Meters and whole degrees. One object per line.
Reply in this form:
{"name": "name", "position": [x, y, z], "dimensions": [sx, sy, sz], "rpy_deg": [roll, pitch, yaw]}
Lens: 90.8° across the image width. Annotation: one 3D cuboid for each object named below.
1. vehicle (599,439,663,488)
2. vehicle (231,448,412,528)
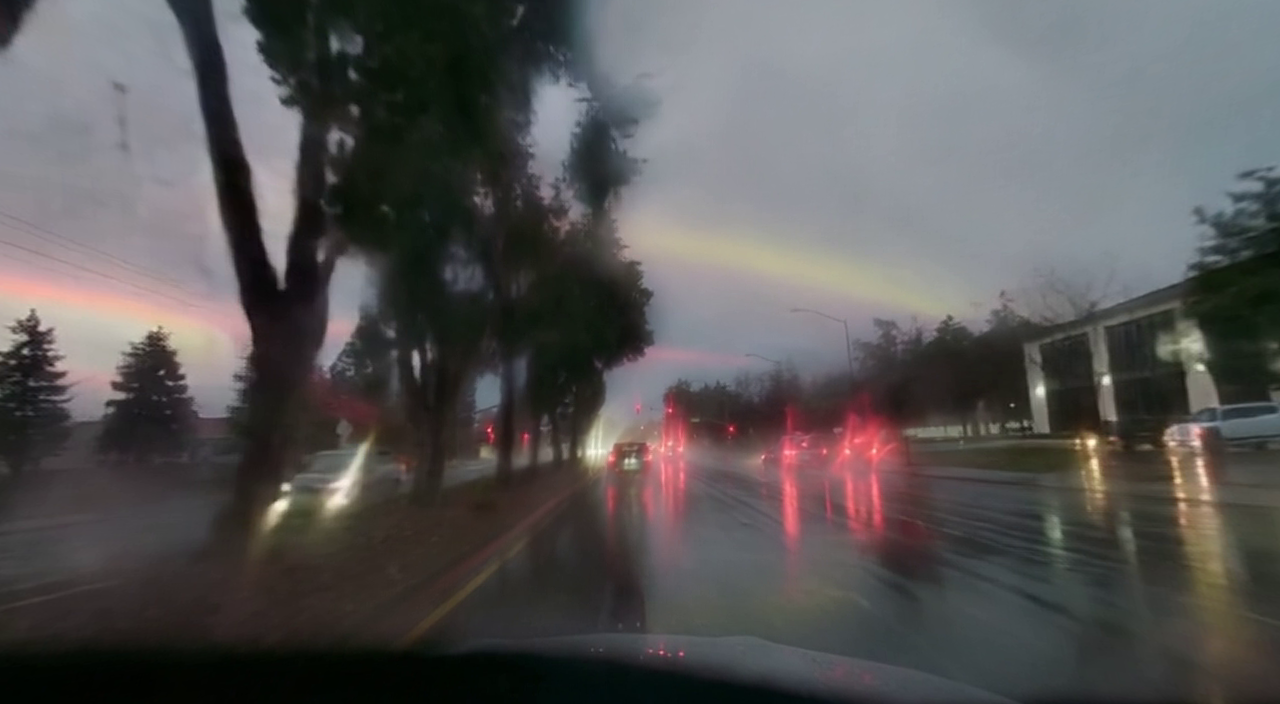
{"name": "vehicle", "position": [-0.337, 4.085, 23.513], "dimensions": [2.181, 1.639, 4.127], "rpy_deg": [0, -9, -1]}
{"name": "vehicle", "position": [-7.289, 3.113, 15.107], "dimensions": [2.094, 1.579, 4.297], "rpy_deg": [0, -9, 0]}
